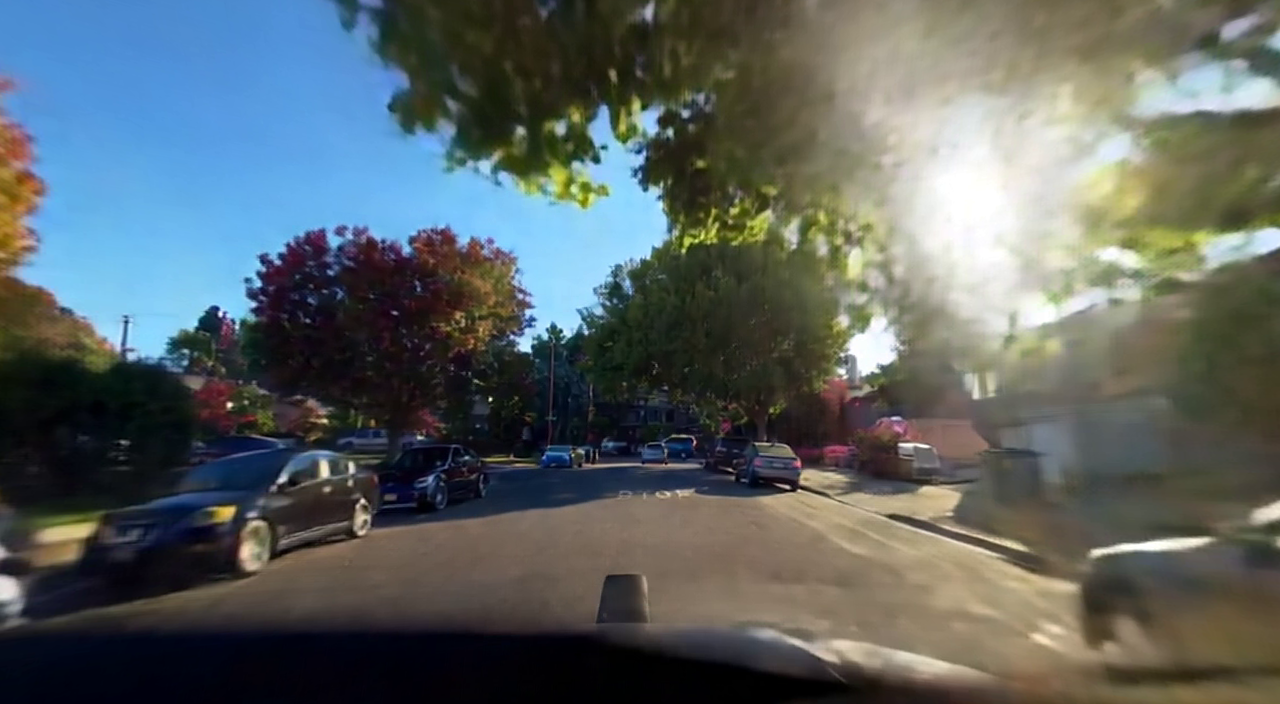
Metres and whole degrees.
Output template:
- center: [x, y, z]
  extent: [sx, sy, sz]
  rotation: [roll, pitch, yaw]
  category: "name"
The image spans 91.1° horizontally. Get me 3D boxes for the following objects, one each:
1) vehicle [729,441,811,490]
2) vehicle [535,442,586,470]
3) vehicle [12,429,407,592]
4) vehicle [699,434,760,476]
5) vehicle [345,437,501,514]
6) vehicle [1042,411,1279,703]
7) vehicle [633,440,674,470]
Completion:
- center: [4.289, 3.804, 21.464]
  extent: [1.876, 1.477, 4.324]
  rotation: [0, -8, 0]
  category: "vehicle"
- center: [-4.310, 5.721, 34.748]
  extent: [1.999, 1.441, 4.628]
  rotation: [-1, -9, 3]
  category: "vehicle"
- center: [-4.860, 1.811, 8.104]
  extent: [1.876, 1.500, 4.361]
  rotation: [0, -9, 2]
  category: "vehicle"
- center: [4.080, 4.753, 29.302]
  extent: [2.144, 1.751, 4.472]
  rotation: [2, -8, 0]
  category: "vehicle"
- center: [-4.793, 2.776, 14.712]
  extent: [1.909, 1.492, 4.615]
  rotation: [0, -8, 2]
  category: "vehicle"
- center: [3.740, 0.918, 1.859]
  extent: [2.068, 1.558, 4.511]
  rotation: [0, -8, 0]
  category: "vehicle"
- center: [0.679, 5.432, 33.360]
  extent: [2.010, 1.499, 4.107]
  rotation: [0, -9, 0]
  category: "vehicle"
